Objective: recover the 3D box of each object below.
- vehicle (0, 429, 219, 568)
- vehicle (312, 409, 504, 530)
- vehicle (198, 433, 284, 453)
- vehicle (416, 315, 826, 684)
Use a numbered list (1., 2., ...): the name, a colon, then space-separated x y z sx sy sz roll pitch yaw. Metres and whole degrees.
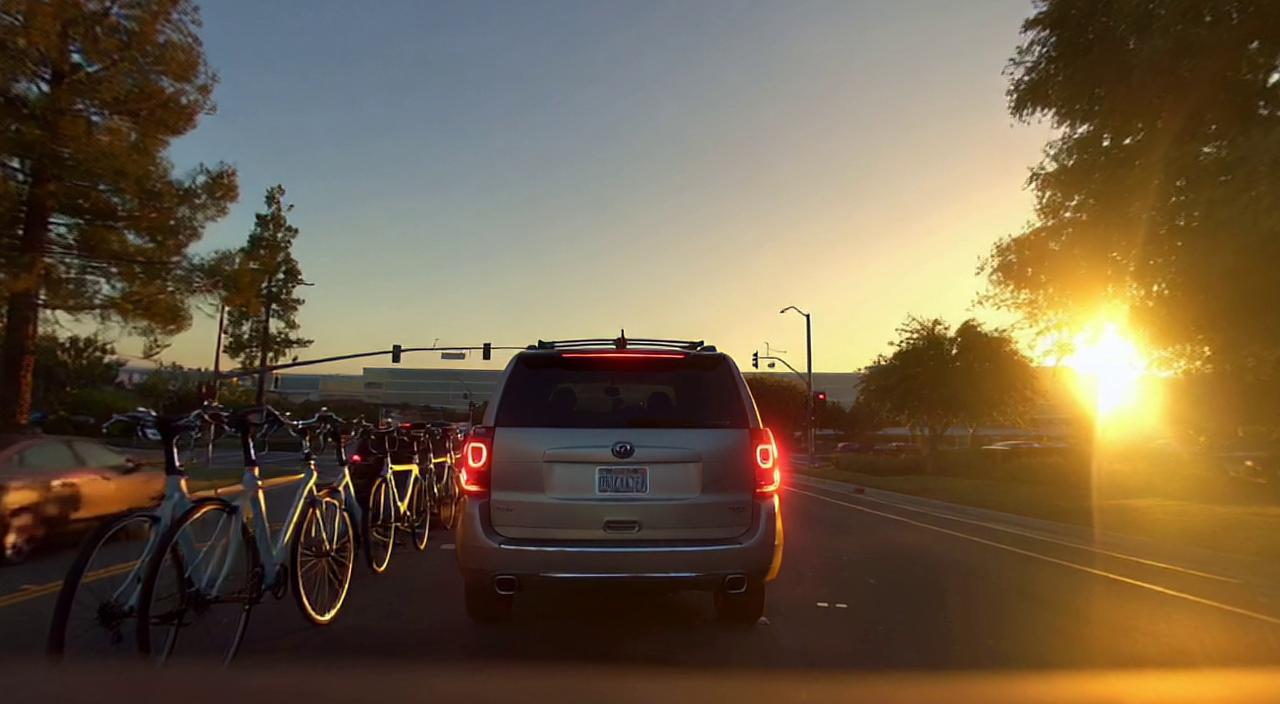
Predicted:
1. vehicle: -8.007 1.790 8.209 2.026 1.479 4.712 0 -8 -4
2. vehicle: -4.207 2.230 12.643 2.337 1.858 5.409 1 -9 -7
3. vehicle: -30.203 6.912 47.884 5.107 1.499 1.778 1 -9 -8
4. vehicle: -0.246 1.159 6.003 2.333 2.087 4.586 0 -8 -4
